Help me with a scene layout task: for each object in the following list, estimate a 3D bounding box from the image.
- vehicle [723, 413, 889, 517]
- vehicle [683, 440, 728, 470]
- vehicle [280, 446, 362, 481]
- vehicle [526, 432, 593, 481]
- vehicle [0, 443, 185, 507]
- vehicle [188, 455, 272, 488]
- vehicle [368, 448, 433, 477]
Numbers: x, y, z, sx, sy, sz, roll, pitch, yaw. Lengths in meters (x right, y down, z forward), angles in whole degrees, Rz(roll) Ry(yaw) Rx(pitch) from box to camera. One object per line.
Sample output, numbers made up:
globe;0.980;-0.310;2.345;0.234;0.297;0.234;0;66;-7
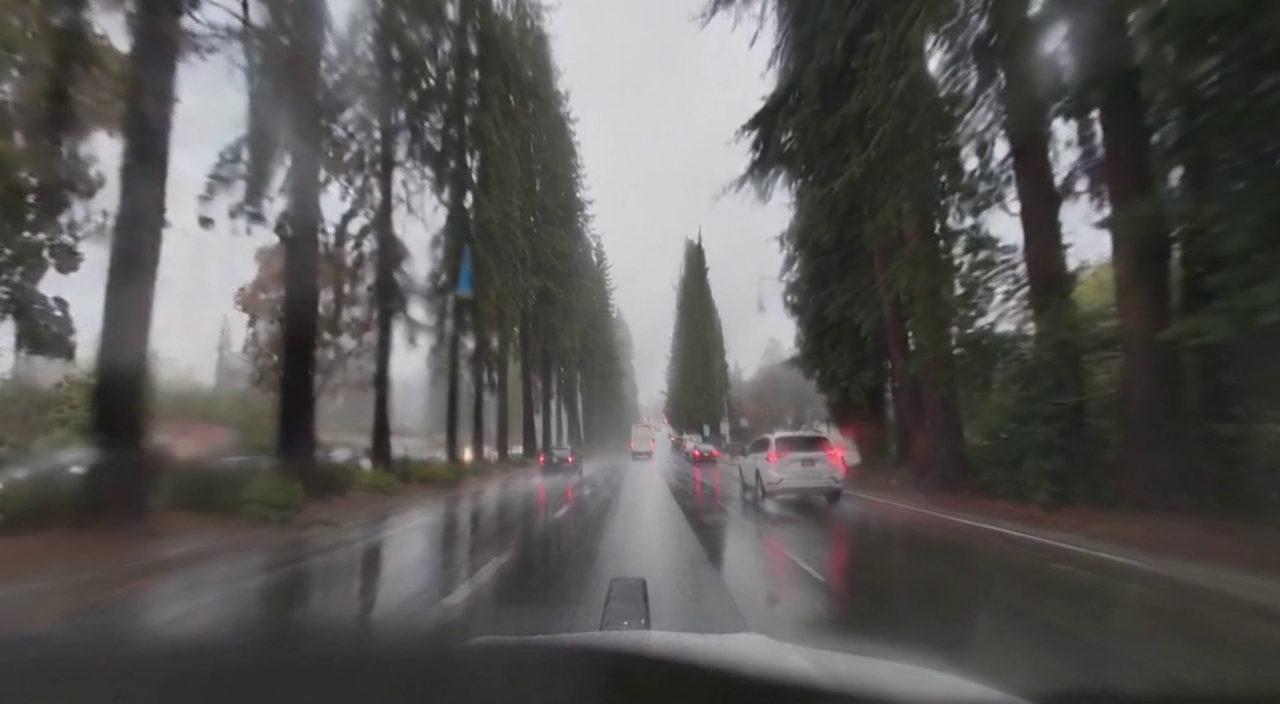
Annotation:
vehicle;3.608;2.636;15.278;2.381;2.008;5.971;0;-8;0
vehicle;4.028;6.374;39.296;2.280;1.757;4.572;0;-8;0
vehicle;-17.535;6.124;34.935;2.059;1.780;4.641;0;-8;1
vehicle;-3.397;4.525;27.619;2.255;1.940;4.822;0;-8;0
vehicle;-17.592;3.851;20.310;2.124;1.803;4.878;0;-8;1
vehicle;-24.257;7.062;37.531;2.173;1.674;4.690;1;-8;-6
vehicle;-13.592;6.253;36.027;1.887;1.513;4.442;0;-8;1
